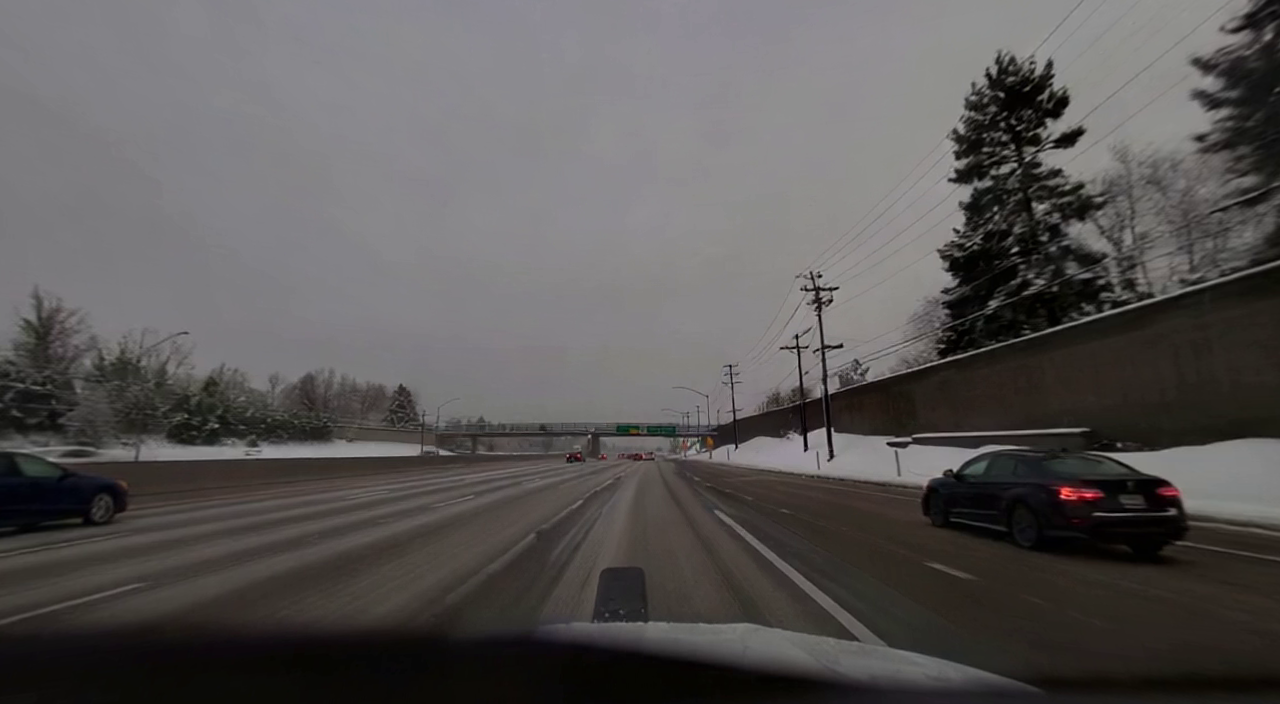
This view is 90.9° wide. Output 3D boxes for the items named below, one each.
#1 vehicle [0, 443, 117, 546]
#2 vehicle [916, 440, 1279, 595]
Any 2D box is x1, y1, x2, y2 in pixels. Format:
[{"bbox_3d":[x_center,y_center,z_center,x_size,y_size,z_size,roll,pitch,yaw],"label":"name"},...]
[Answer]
[{"bbox_3d":[-10.261,2.000,8.728,2.056,1.476,4.562,0,-8,1],"label":"vehicle"},{"bbox_3d":[6.000,2.012,8.774,2.009,1.508,4.874,0,-8,-1],"label":"vehicle"}]
